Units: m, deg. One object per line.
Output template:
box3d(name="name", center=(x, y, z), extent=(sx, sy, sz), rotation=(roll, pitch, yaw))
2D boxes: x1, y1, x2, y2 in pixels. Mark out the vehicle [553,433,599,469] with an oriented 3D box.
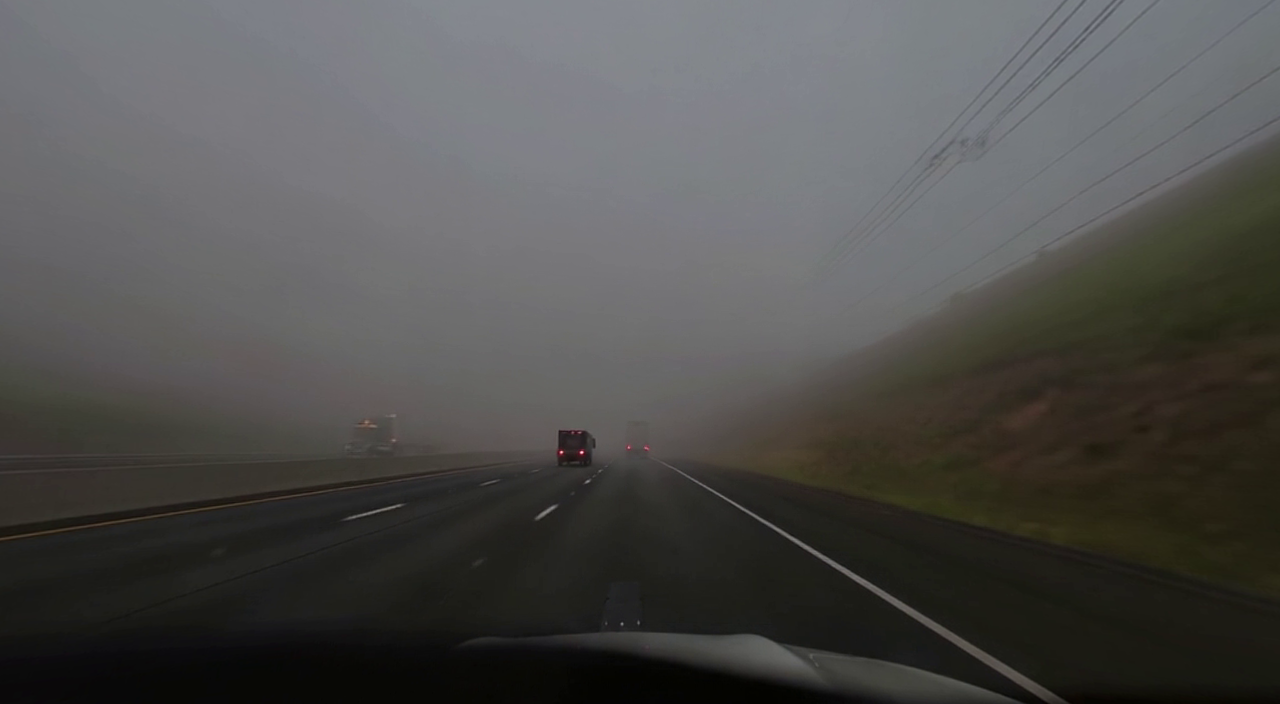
box3d(name="vehicle", center=(-3.726, 5.891, 37.642), extent=(2.207, 1.949, 4.911), rotation=(0, -9, 1))
